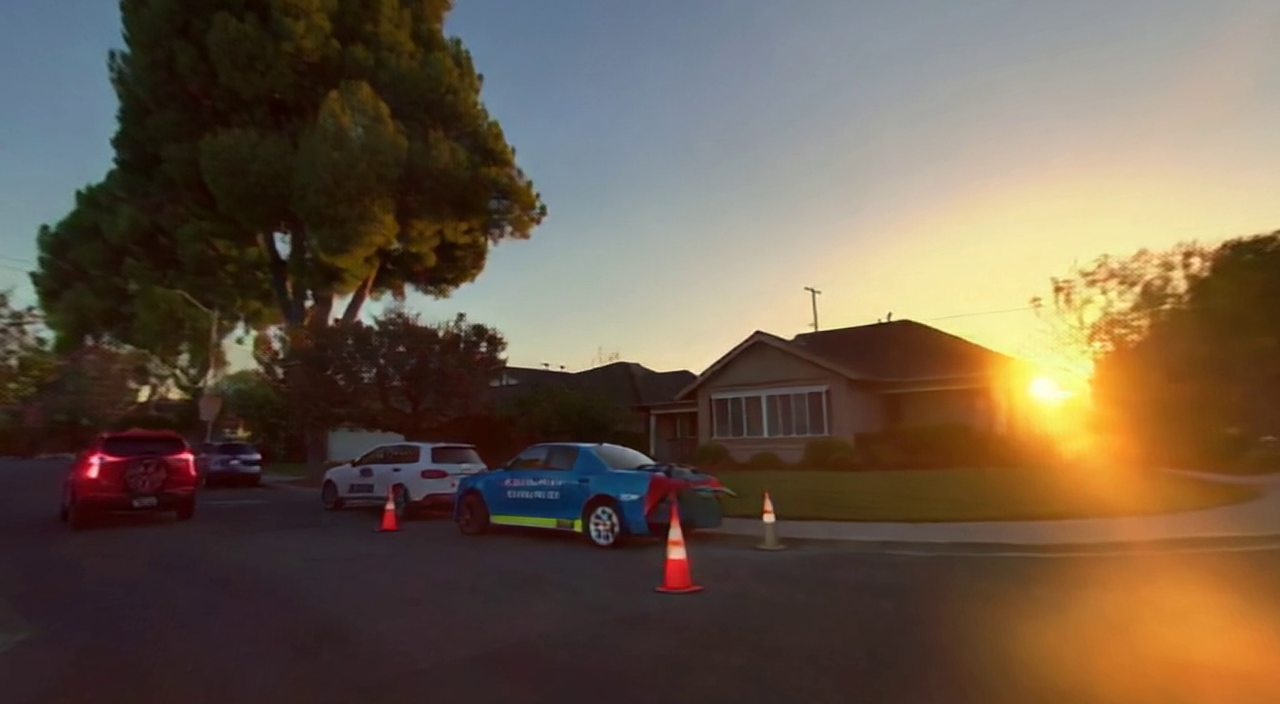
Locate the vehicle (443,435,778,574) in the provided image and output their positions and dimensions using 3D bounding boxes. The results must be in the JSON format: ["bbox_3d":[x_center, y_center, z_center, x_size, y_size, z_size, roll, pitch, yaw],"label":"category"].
[{"bbox_3d":[-0.647,2.049,9.503,4.710,1.515,2.400,-8,-12,43],"label":"vehicle"}]

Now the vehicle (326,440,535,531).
[{"bbox_3d":[-4.562,2.634,13.301,5.022,1.497,1.996,-7,-10,43],"label":"vehicle"}]

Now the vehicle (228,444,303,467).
[{"bbox_3d":[-28.047,7.736,47.405,4.486,1.629,1.792,8,-11,-43],"label":"vehicle"}]

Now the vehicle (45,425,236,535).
[{"bbox_3d":[-9.968,2.405,12.506,4.094,1.748,2.350,-8,-12,44],"label":"vehicle"}]
